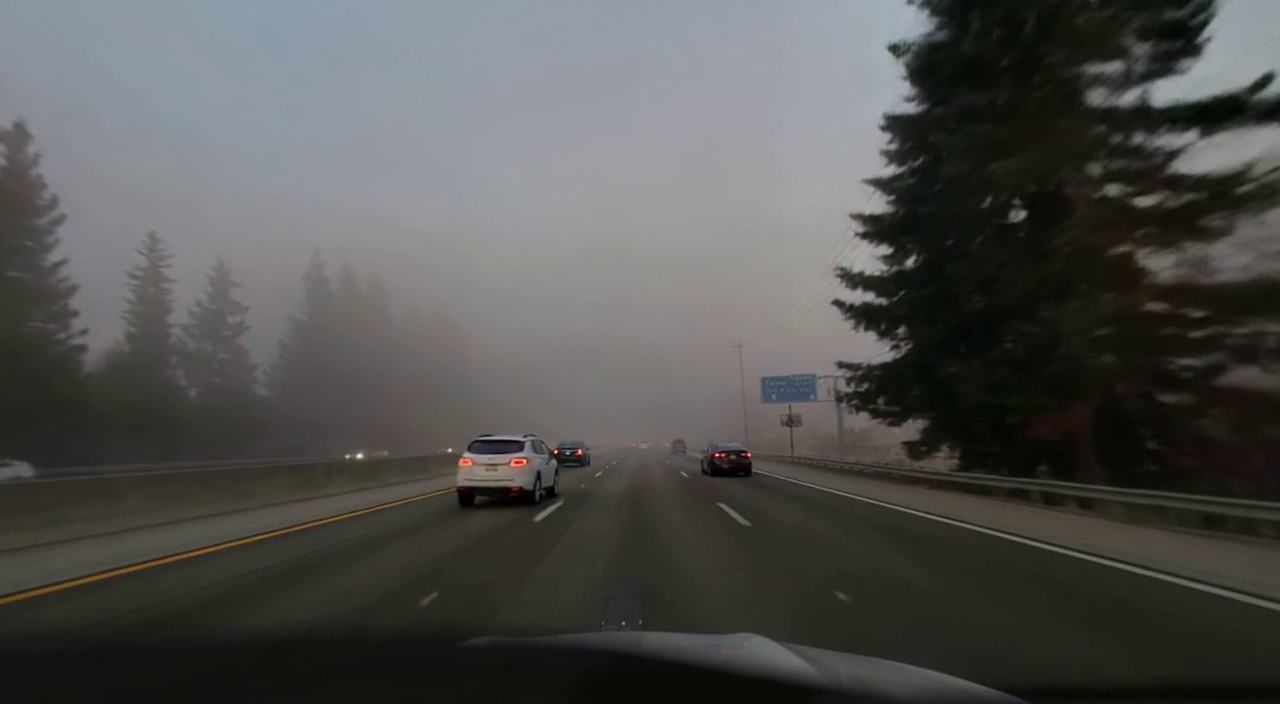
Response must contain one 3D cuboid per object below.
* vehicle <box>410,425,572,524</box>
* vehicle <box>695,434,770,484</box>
[{"bbox_3d":[-2.686,2.326,12.546,2.049,1.620,4.153,0,-8,2],"label":"vehicle"},{"bbox_3d":[3.149,3.733,22.255,1.996,1.579,3.841,0,-8,-1],"label":"vehicle"}]
